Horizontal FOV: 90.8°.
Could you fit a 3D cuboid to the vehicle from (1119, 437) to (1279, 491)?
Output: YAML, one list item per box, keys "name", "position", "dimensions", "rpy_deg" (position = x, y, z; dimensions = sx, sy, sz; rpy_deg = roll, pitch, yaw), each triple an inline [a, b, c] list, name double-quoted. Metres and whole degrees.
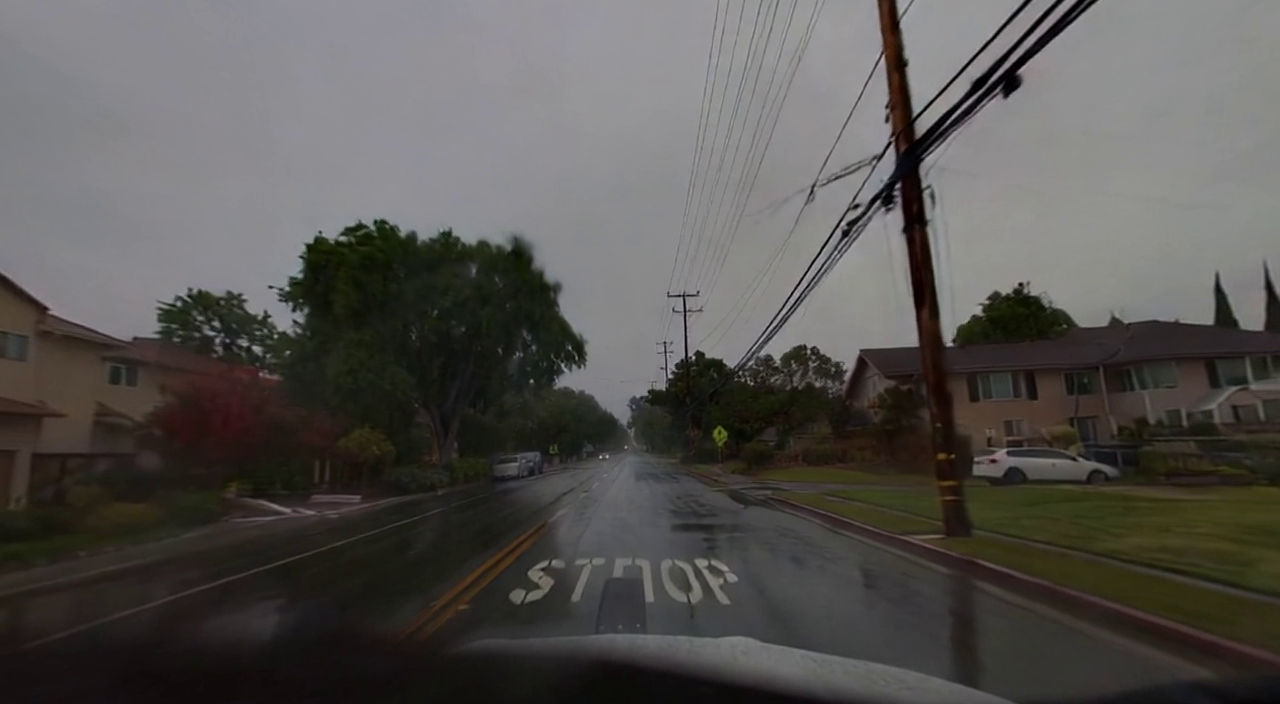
- name: "vehicle"
  position: [19.110, 3.716, 21.233]
  dimensions: [4.362, 1.480, 1.903]
  rpy_deg: [-3, -7, 0]

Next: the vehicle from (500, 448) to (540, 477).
- name: "vehicle"
  position: [-8.223, 7.566, 43.575]
  dimensions: [2.002, 1.747, 4.466]
  rpy_deg: [-1, -8, -1]

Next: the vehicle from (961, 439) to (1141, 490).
- name: "vehicle"
  position: [13.713, 3.754, 21.308]
  dimensions: [4.624, 1.420, 2.045]
  rpy_deg: [-2, -8, -3]
